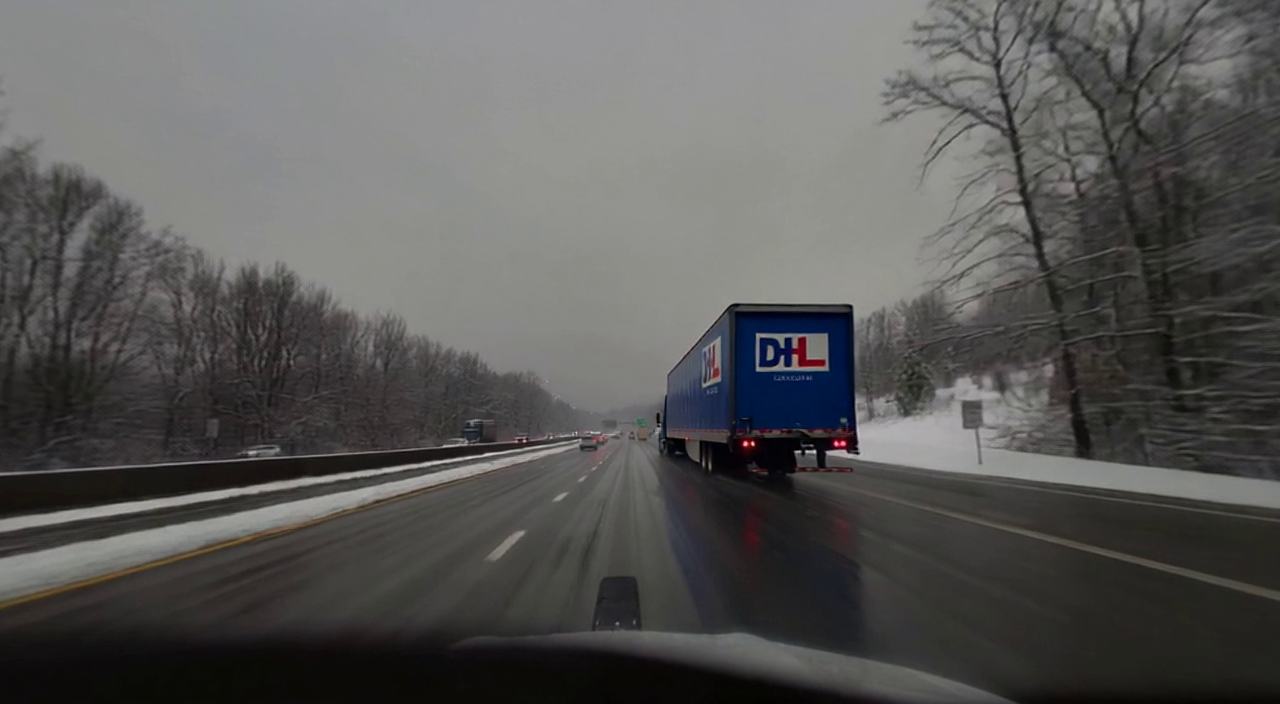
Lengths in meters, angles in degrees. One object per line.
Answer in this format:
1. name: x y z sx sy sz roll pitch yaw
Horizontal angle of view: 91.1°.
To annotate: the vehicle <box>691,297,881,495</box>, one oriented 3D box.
1. vehicle: 3.448 1.481 17.832 3.011 4.211 8.926 0 -8 -1
